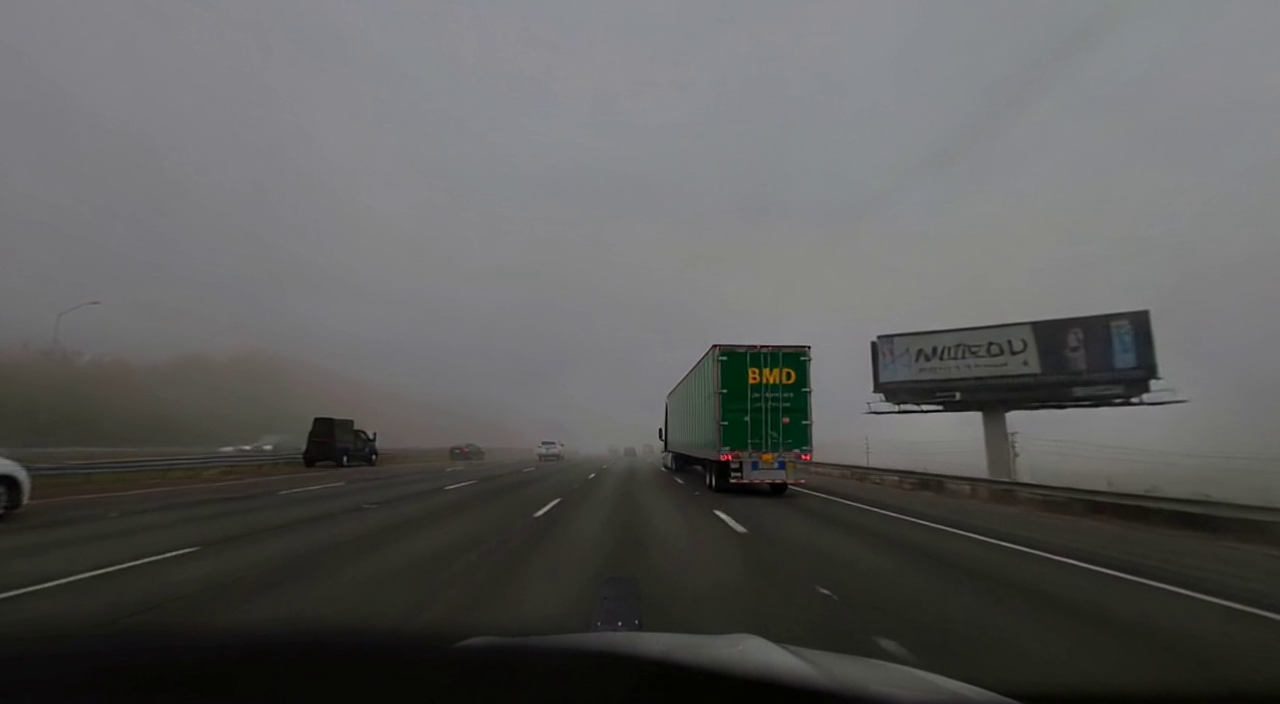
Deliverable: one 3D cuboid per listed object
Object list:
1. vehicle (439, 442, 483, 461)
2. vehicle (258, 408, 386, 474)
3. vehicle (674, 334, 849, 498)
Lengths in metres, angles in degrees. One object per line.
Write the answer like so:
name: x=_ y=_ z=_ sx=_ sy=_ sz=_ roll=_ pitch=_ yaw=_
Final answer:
vehicle: x=-14.021 y=7.816 z=49.683 sx=2.067 sy=1.398 sz=4.863 roll=0 pitch=-8 yaw=-1
vehicle: x=-13.838 y=3.986 z=28.080 sx=2.307 sy=2.571 sz=6.260 roll=0 pitch=-8 yaw=1
vehicle: x=3.300 y=2.628 z=22.723 sx=2.891 sy=3.944 sz=15.051 roll=0 pitch=-8 yaw=-2
